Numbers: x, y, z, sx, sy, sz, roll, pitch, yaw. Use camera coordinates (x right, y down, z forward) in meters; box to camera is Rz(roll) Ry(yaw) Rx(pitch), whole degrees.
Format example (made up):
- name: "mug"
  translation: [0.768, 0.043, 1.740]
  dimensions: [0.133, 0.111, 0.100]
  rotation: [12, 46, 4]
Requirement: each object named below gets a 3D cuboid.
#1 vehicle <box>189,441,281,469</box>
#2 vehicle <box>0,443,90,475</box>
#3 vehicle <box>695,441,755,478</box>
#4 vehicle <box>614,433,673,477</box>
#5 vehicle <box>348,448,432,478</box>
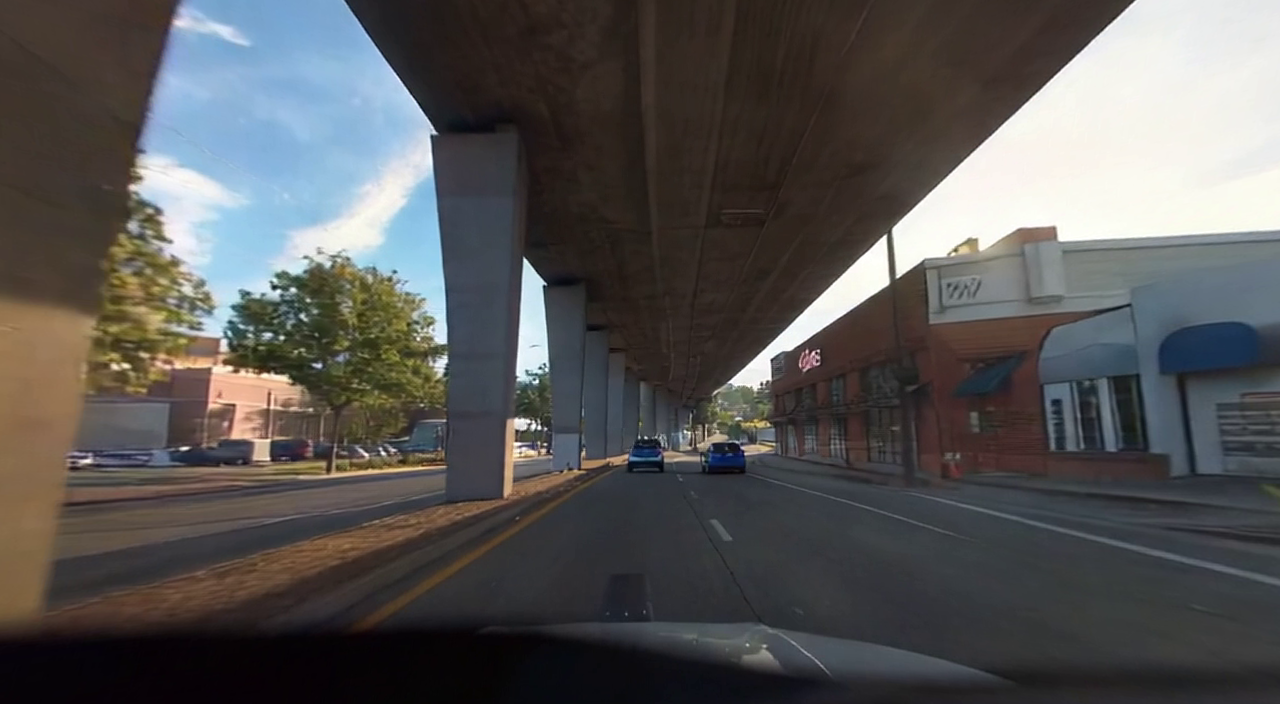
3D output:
- name: "vehicle"
  translation: [-28.614, 7.259, 44.686]
  dimensions: [4.904, 1.782, 2.112]
  rotation: [1, -8, -10]
- name: "vehicle"
  translation: [-33.771, 5.895, 34.817]
  dimensions: [4.540, 1.717, 2.066]
  rotation: [2, -9, -13]
- name: "vehicle"
  translation: [3.582, 4.620, 27.431]
  dimensions: [1.954, 1.479, 4.557]
  rotation: [0, -8, 0]
- name: "vehicle"
  translation: [0.201, 4.563, 28.147]
  dimensions: [2.441, 1.813, 4.581]
  rotation: [0, -8, 1]
- name: "vehicle"
  translation: [-13.479, 6.018, 34.371]
  dimensions: [1.995, 1.472, 4.704]
  rotation: [-2, -9, 11]
